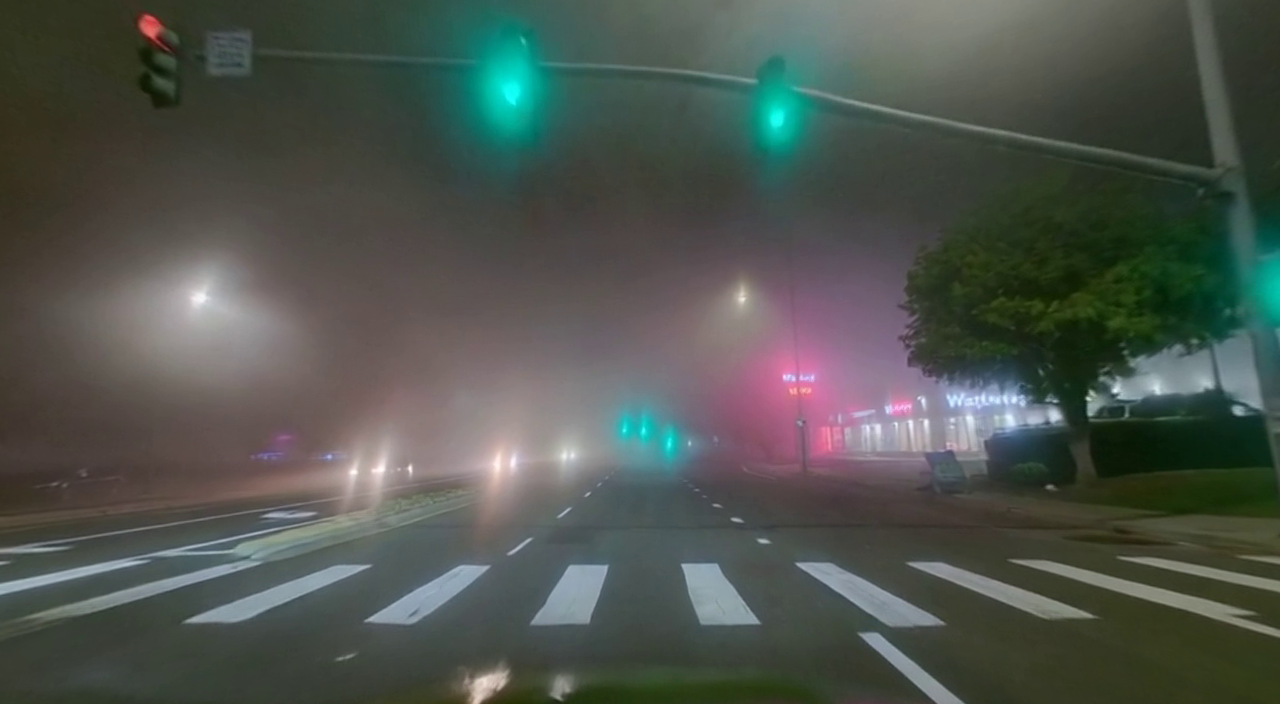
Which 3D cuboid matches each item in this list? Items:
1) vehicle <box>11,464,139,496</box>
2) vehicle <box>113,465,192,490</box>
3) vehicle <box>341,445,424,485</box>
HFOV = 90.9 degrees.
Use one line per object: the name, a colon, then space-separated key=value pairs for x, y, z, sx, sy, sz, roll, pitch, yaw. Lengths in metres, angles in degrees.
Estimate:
vehicle: x=-30.928 y=7.022 z=34.725 sx=4.731 sy=1.486 sz=2.187 roll=4 pitch=-9 yaw=-27
vehicle: x=-31.562 y=8.143 z=40.895 sx=3.590 sy=1.441 sz=1.605 roll=2 pitch=-9 yaw=-15
vehicle: x=-14.627 y=6.399 z=36.244 sx=2.315 sy=1.998 sz=5.808 roll=-3 pitch=-8 yaw=1
